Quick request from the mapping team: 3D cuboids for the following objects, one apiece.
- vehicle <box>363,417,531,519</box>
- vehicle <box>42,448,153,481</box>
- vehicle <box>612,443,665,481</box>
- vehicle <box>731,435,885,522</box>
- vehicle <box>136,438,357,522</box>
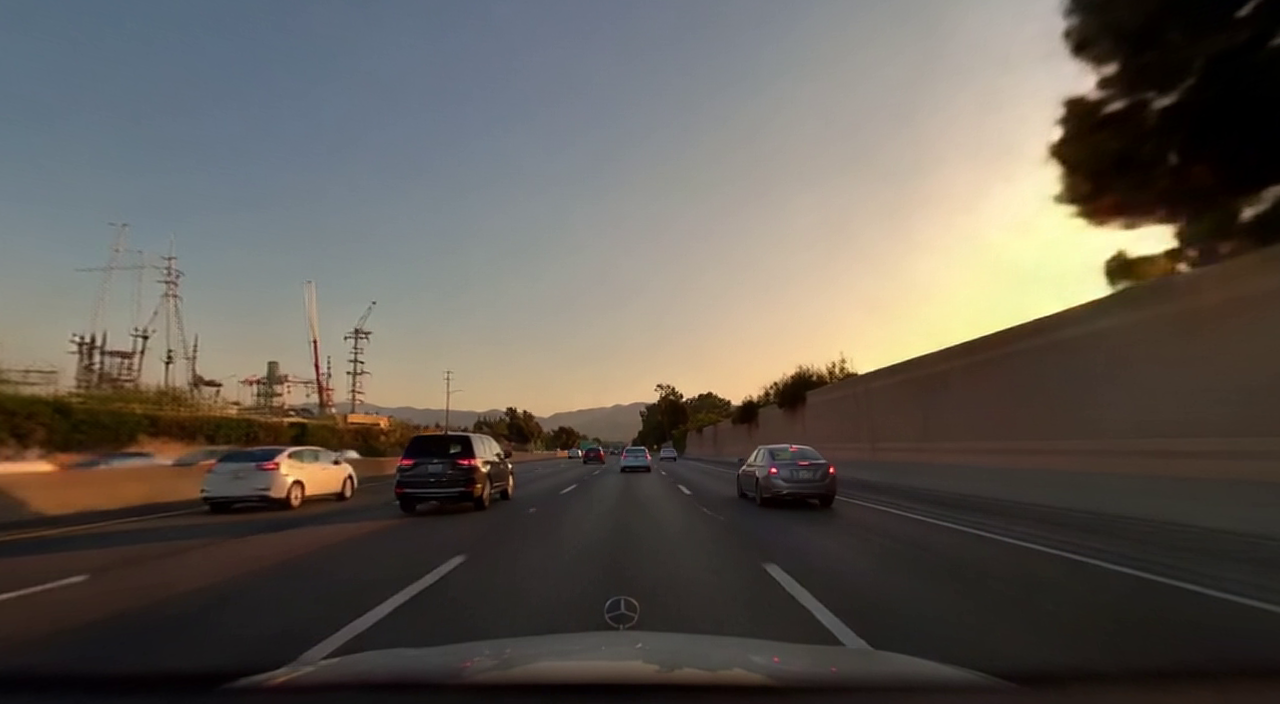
[{"bbox_3d":[-3.767,2.357,13.290,2.121,1.775,4.335,0,-8,0],"label":"vehicle"},{"bbox_3d":[-30.794,6.373,36.111,1.961,1.695,4.880,0,-8,0],"label":"vehicle"},{"bbox_3d":[-0.097,4.580,26.656,2.045,1.452,4.040,0,-8,-1],"label":"vehicle"},{"bbox_3d":[3.289,2.558,13.413,1.917,1.507,4.540,0,-8,-1],"label":"vehicle"},{"bbox_3d":[-8.018,2.605,13.490,1.908,1.476,4.342,0,-8,0],"label":"vehicle"}]
